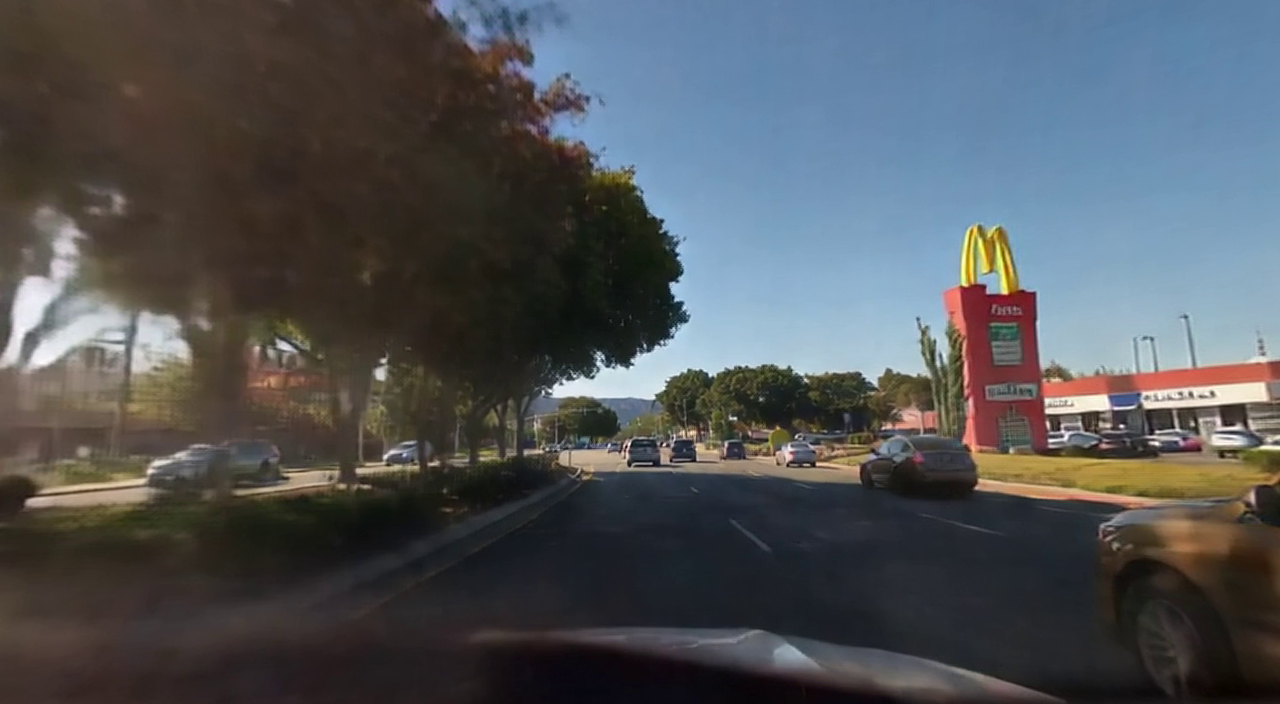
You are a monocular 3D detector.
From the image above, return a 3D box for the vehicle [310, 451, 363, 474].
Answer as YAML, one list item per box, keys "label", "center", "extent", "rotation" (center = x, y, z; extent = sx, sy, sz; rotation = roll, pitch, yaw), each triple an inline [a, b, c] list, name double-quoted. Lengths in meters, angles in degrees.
- label: "vehicle"
  center: [-21.856, 7.953, 45.688]
  extent: [1.879, 1.520, 3.830]
  rotation: [0, -8, 1]

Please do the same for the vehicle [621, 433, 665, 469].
- label: "vehicle"
  center: [0.142, 5.680, 36.363]
  extent: [2.402, 1.938, 4.535]
  rotation: [0, -8, -1]

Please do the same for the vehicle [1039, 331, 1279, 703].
- label: "vehicle"
  center: [3.534, 0.664, 1.654]
  extent: [2.076, 1.716, 4.416]
  rotation: [0, -8, 0]

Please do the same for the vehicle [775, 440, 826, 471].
- label: "vehicle"
  center: [8.477, 5.495, 33.631]
  extent: [1.879, 1.517, 4.006]
  rotation: [-1, -8, 3]

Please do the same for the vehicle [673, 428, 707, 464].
- label: "vehicle"
  center: [3.777, 7.169, 48.336]
  extent: [2.239, 2.586, 4.586]
  rotation: [0, -8, 0]

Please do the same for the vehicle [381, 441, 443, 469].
- label: "vehicle"
  center: [-14.493, 6.578, 40.395]
  extent: [2.136, 1.676, 4.371]
  rotation: [-1, -9, 3]

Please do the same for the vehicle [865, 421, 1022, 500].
- label: "vehicle"
  center: [7.689, 2.789, 16.591]
  extent: [1.977, 1.786, 4.344]
  rotation: [0, -8, 1]

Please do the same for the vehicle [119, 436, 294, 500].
- label: "vehicle"
  center: [-13.980, 3.739, 20.908]
  extent: [2.159, 1.836, 5.038]
  rotation: [0, -8, 0]
